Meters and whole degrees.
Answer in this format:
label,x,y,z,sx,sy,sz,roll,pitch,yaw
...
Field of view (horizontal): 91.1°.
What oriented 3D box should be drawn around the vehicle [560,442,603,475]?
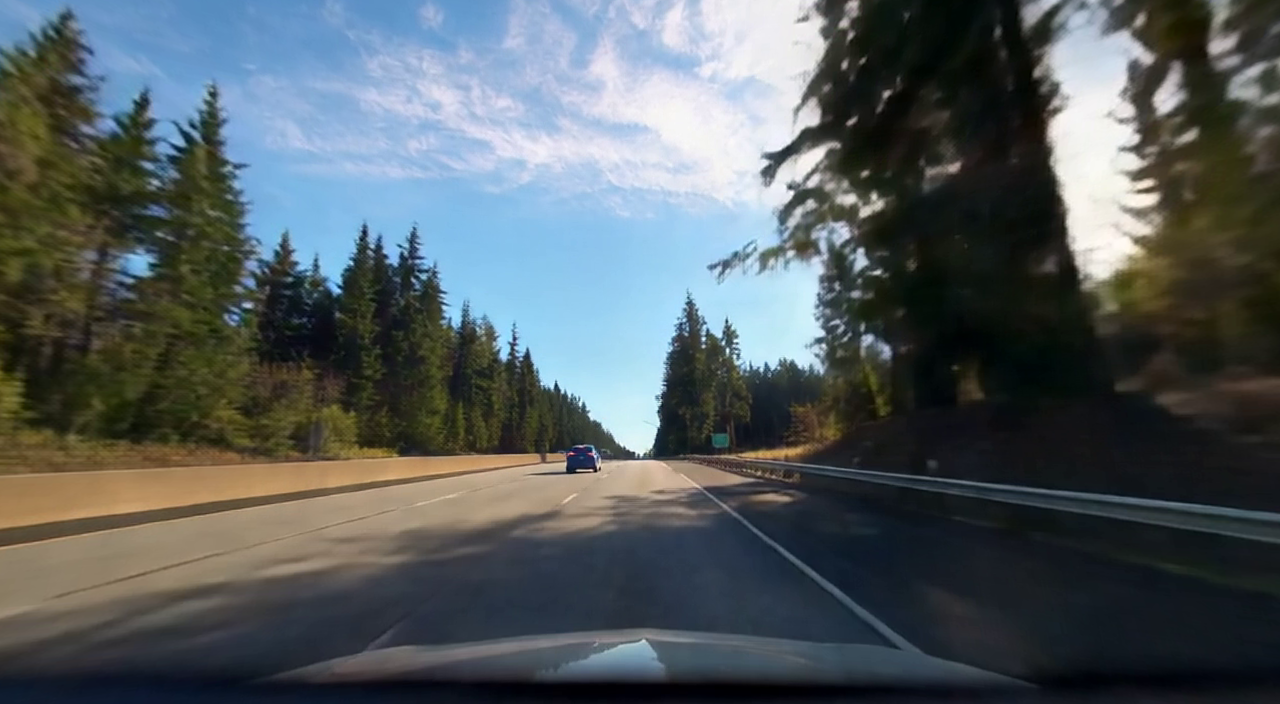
label,x,y,z,sx,sy,sz,roll,pitch,yaw
vehicle,-3.341,6.181,36.713,2.084,1.752,4.479,0,-8,1
